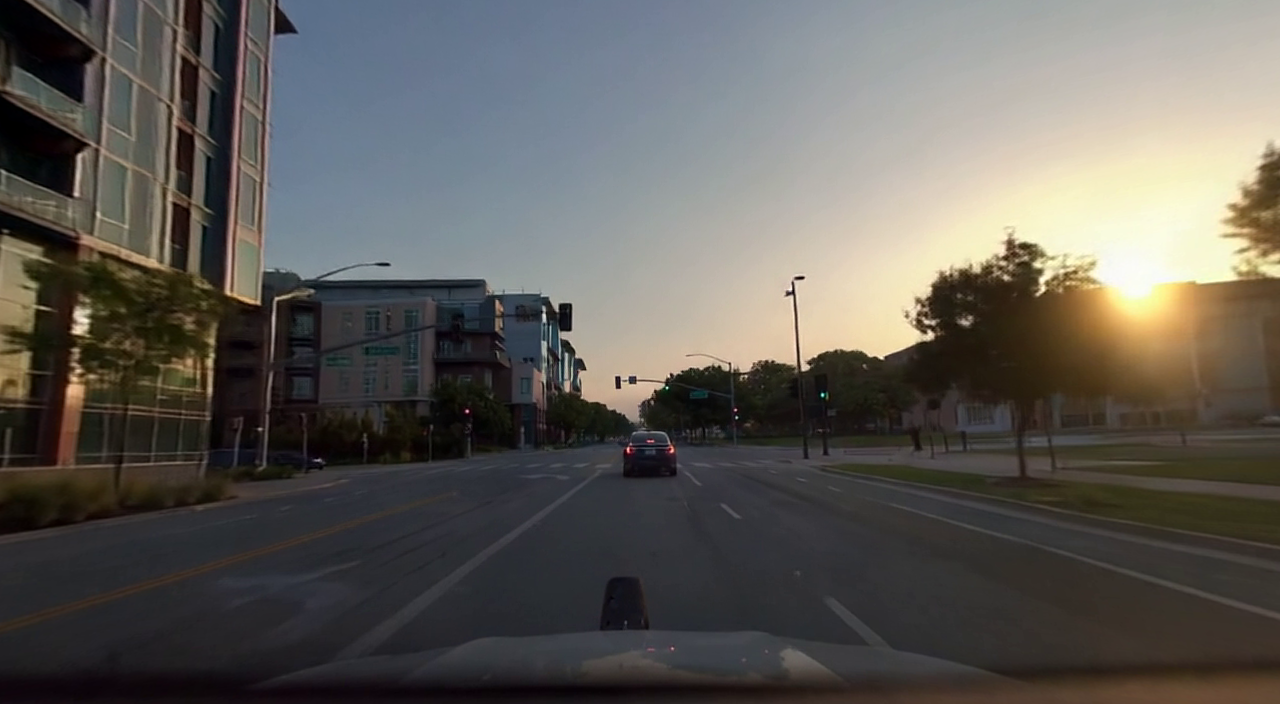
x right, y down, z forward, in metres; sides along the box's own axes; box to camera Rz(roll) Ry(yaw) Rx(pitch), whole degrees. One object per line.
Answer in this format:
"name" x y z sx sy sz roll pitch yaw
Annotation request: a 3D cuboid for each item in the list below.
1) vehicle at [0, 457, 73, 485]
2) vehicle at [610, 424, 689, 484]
"vehicle" -35.473 6.733 35.795 4.494 1.475 1.893 0 -8 -3
"vehicle" 0.251 3.121 19.513 2.184 1.640 4.086 0 -8 0
